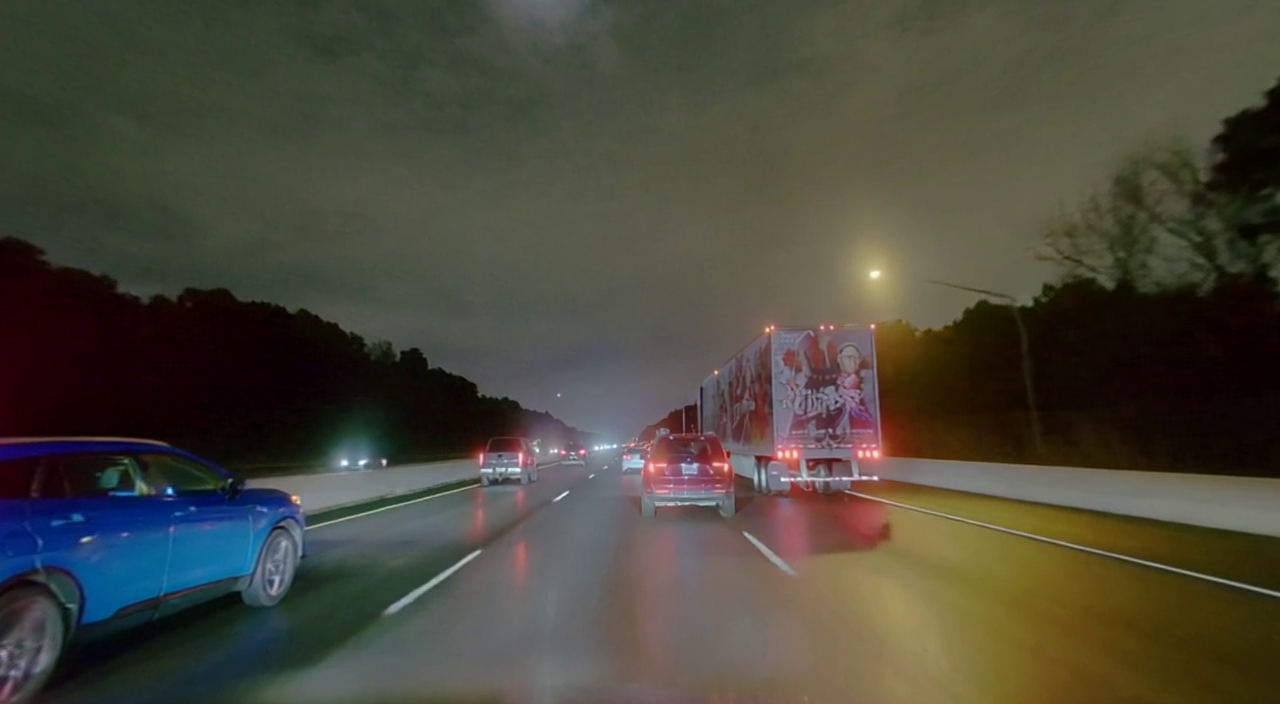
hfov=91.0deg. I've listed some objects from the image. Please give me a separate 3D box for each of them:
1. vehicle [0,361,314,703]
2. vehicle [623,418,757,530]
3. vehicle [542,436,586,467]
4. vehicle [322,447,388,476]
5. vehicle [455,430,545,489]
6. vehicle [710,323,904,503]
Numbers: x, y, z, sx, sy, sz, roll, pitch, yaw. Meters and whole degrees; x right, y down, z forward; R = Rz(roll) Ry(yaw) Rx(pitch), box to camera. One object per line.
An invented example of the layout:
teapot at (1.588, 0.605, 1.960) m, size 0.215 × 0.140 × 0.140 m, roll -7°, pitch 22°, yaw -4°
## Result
vehicle at (-4.040, 0.963, 3.548) m, size 1.983 × 1.666 × 4.452 m, roll 0°, pitch -8°, yaw 0°
vehicle at (0.712, 2.091, 11.273) m, size 2.017 × 1.662 × 3.543 m, roll 0°, pitch -8°, yaw -1°
vehicle at (-4.380, 5.795, 36.905) m, size 2.014 × 1.683 × 4.275 m, roll 0°, pitch -8°, yaw 1°
vehicle at (-15.869, 6.103, 35.276) m, size 1.772 × 1.495 × 3.954 m, roll 0°, pitch -8°, yaw 1°
vehicle at (-4.250, 3.315, 19.740) m, size 1.905 × 1.642 × 3.803 m, roll 0°, pitch -8°, yaw 1°
vehicle at (4.537, 2.366, 21.409) m, size 2.828 × 4.081 × 14.220 m, roll 0°, pitch -8°, yaw 0°
